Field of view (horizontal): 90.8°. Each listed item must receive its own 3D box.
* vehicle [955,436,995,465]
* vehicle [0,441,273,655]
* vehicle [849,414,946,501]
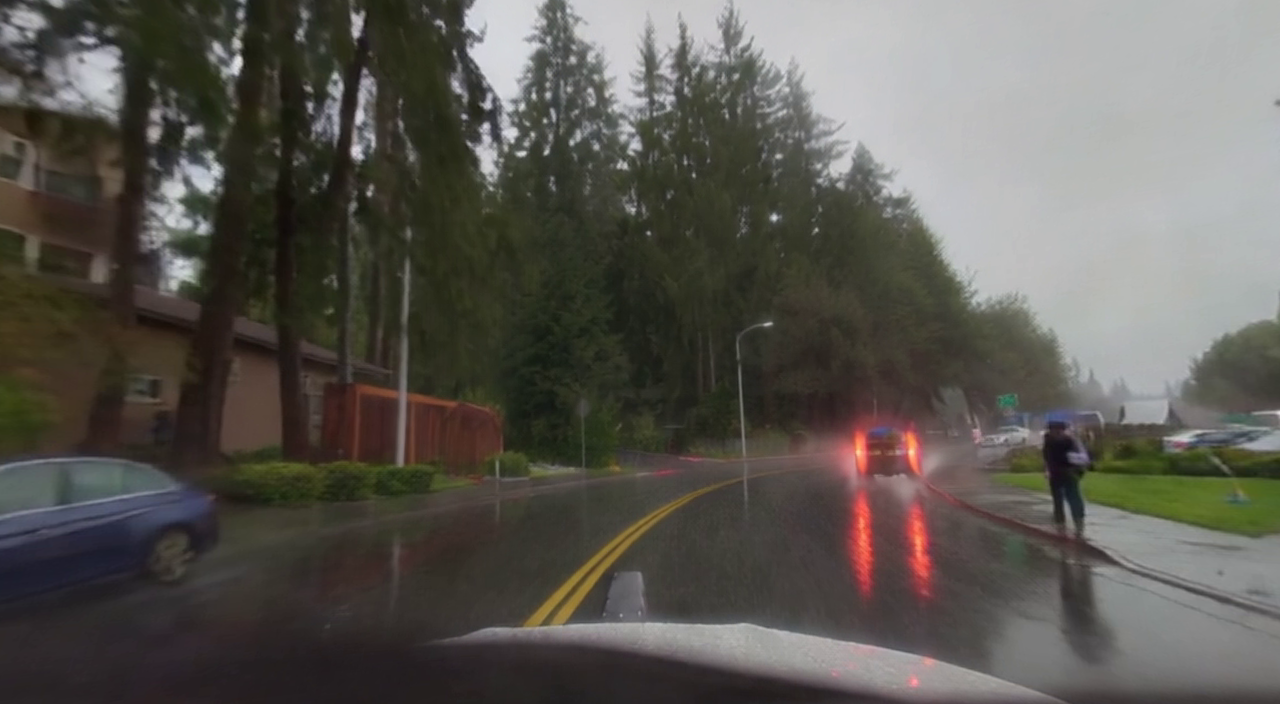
[{"bbox_3d":[22.238,6.550,41.849,1.922,1.785,4.513,-6,-12,31],"label":"vehicle"},{"bbox_3d":[-5.388,1.483,5.199,1.930,1.487,4.213,0,-9,5],"label":"vehicle"},{"bbox_3d":[7.283,3.007,18.228,2.043,2.250,3.024,-2,-9,13],"label":"vehicle"}]
